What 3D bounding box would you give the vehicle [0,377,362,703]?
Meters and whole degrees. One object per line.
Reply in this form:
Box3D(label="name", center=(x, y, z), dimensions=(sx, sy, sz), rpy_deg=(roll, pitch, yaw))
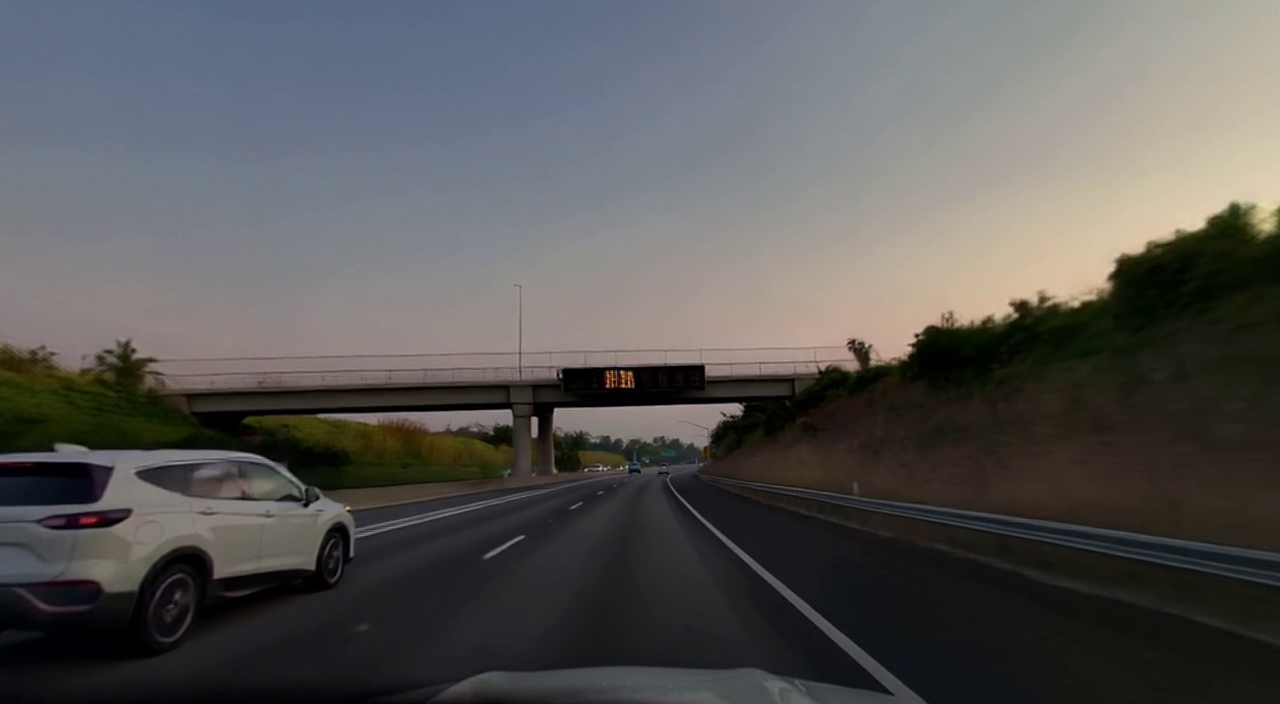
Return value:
Box3D(label="vehicle", center=(-4.095, 1.227, 4.370), dimensions=(2.141, 1.697, 4.641), rpy_deg=(1, -11, 0))
